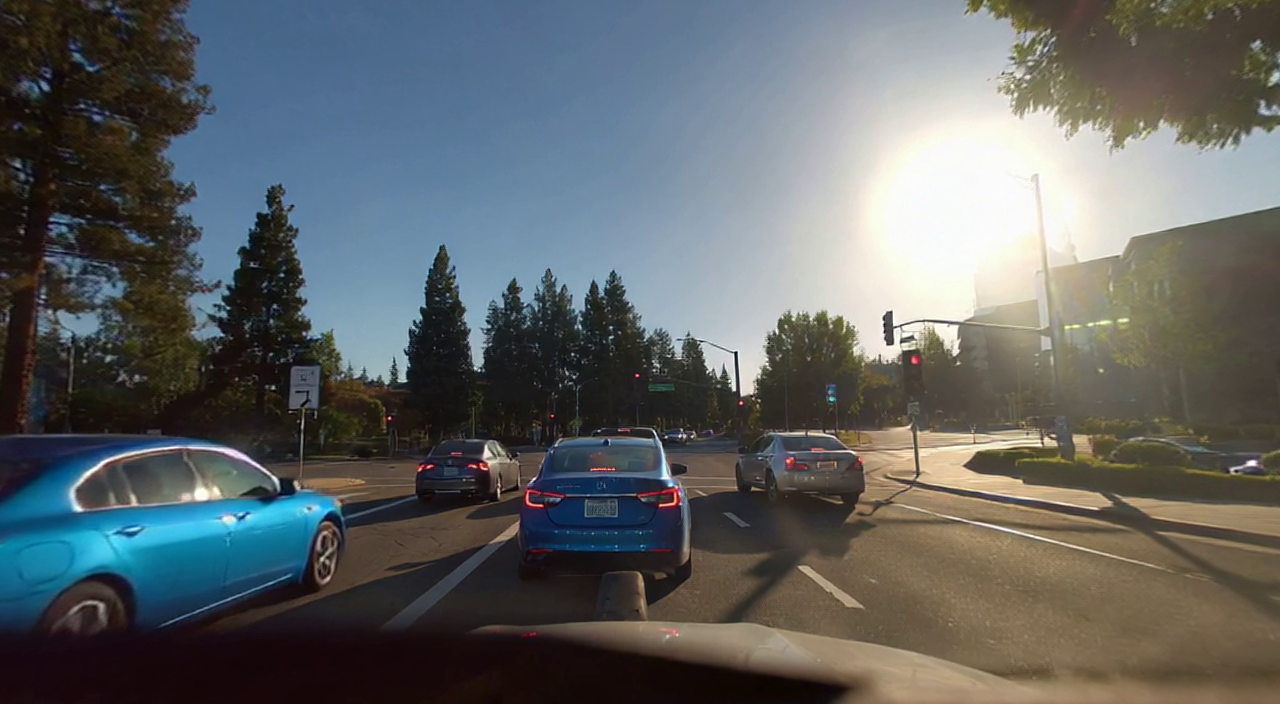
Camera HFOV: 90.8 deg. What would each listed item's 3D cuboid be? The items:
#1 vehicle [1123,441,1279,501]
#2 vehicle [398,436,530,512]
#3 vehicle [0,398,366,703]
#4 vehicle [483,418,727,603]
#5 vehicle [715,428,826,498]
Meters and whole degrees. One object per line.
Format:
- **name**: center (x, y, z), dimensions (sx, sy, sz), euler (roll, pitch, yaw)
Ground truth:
- **vehicle**: center (15.178, 3.029, 16.267), dimensions (3.951, 1.418, 1.842), euler (0, -8, -3)
- **vehicle**: center (-3.778, 2.669, 14.309), dimensions (1.998, 1.452, 3.773), euler (0, -8, -2)
- **vehicle**: center (-3.771, 1.160, 4.092), dimensions (2.074, 1.485, 4.395), euler (0, -8, -1)
- **vehicle**: center (-0.357, 1.642, 7.479), dimensions (2.045, 1.533, 4.183), euler (0, -8, -2)
- **vehicle**: center (3.432, 3.005, 17.511), dimensions (2.028, 1.678, 4.220), euler (0, -8, -2)
